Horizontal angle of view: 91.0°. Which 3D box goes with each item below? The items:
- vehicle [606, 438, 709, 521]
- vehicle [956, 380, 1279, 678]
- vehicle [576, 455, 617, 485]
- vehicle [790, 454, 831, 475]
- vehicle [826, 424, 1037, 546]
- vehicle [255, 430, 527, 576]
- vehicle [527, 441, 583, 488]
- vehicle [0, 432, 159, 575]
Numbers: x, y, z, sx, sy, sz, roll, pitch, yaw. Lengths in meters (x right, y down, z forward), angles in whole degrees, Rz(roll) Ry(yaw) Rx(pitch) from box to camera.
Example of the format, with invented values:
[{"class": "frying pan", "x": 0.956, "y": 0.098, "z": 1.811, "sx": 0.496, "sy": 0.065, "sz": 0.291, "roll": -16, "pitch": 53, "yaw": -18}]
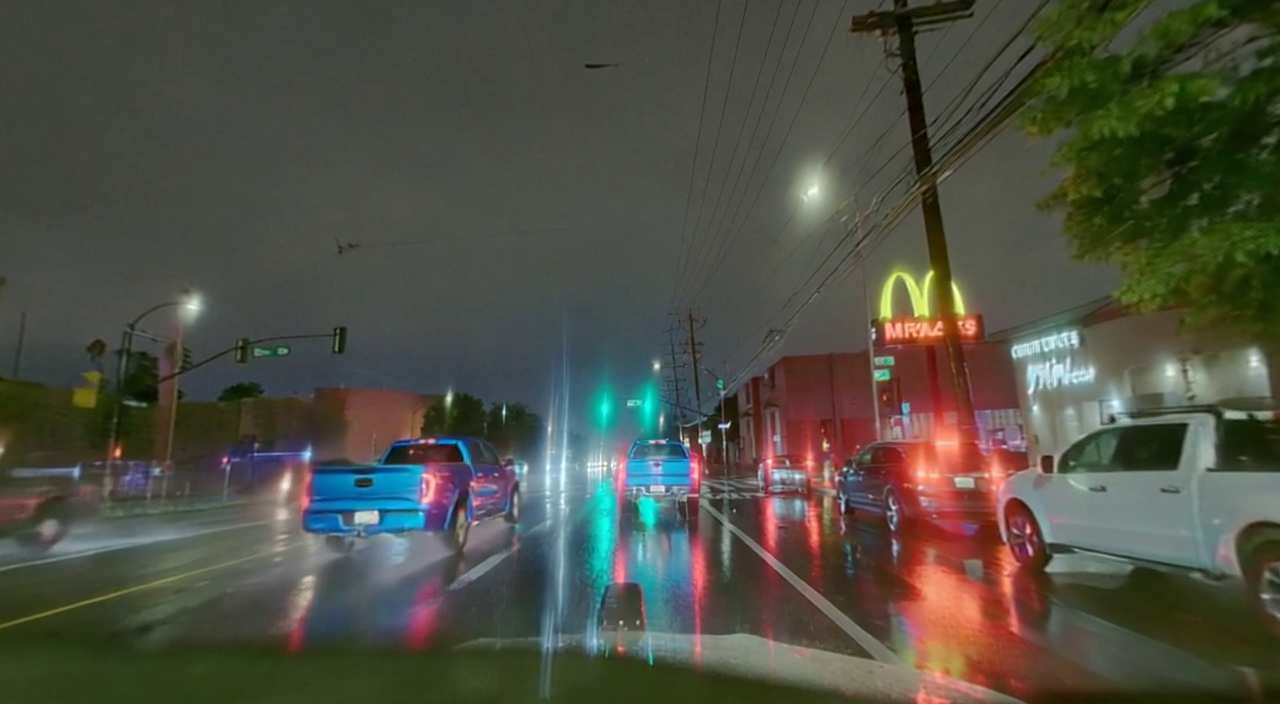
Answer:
[{"class": "vehicle", "x": 0.621, "y": 3.017, "z": 15.548, "sx": 2.089, "sy": 1.699, "sz": 4.650, "roll": -1, "pitch": -9, "yaw": 7}, {"class": "vehicle", "x": 4.892, "y": 1.295, "z": 5.247, "sx": 2.007, "sy": 1.786, "sz": 4.870, "roll": 0, "pitch": -9, "yaw": 1}, {"class": "vehicle", "x": -2.775, "y": 7.694, "z": 41.293, "sx": 2.140, "sy": 1.768, "sz": 5.092, "roll": 0, "pitch": -9, "yaw": 2}, {"class": "vehicle", "x": 13.458, "y": 8.899, "z": 49.972, "sx": 2.075, "sy": 1.556, "sz": 4.585, "roll": 0, "pitch": -9, "yaw": 1}, {"class": "vehicle", "x": 5.108, "y": 2.363, "z": 11.925, "sx": 1.974, "sy": 1.823, "sz": 4.576, "roll": 0, "pitch": -9, "yaw": 3}, {"class": "vehicle", "x": -3.148, "y": 2.003, "z": 9.249, "sx": 1.995, "sy": 1.554, "sz": 4.618, "roll": 0, "pitch": -9, "yaw": 2}, {"class": "vehicle", "x": -5.788, "y": 7.753, "z": 43.988, "sx": 2.619, "sy": 2.948, "sz": 7.193, "roll": 0, "pitch": -9, "yaw": 2}, {"class": "vehicle", "x": -9.120, "y": 1.927, "z": 8.069, "sx": 2.040, "sy": 1.786, "sz": 4.772, "roll": 0, "pitch": -9, "yaw": 1}]
